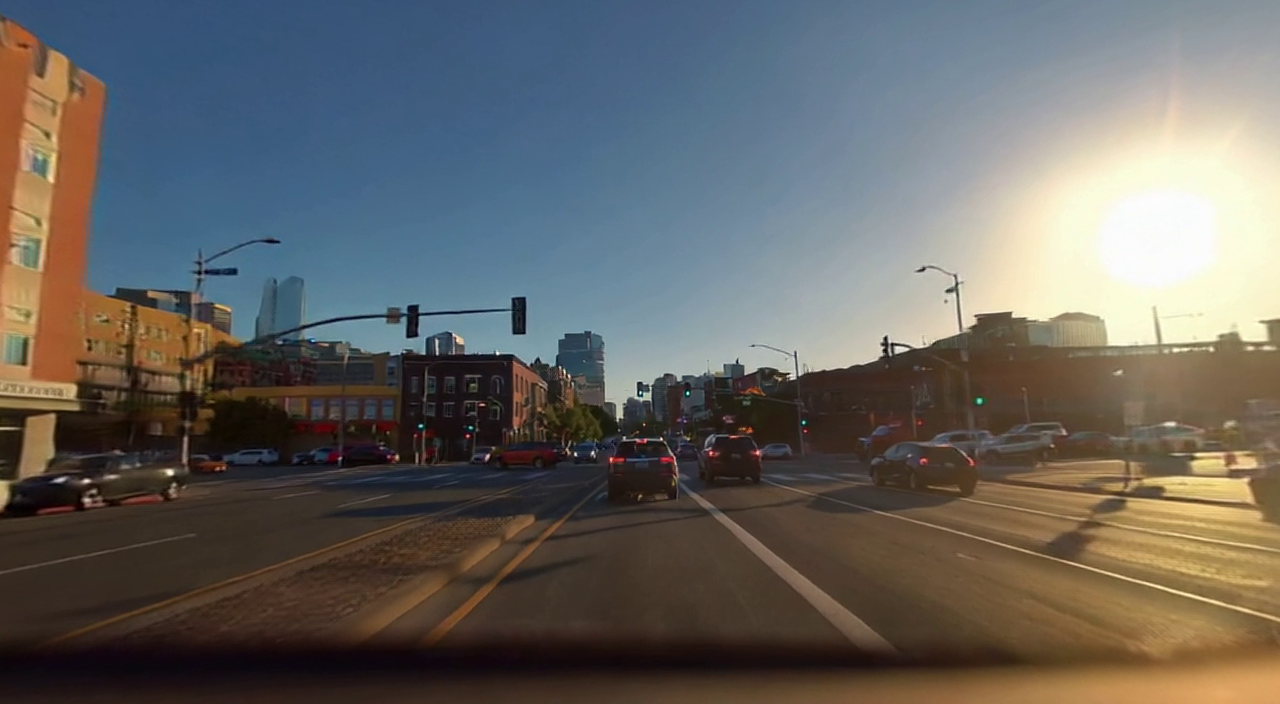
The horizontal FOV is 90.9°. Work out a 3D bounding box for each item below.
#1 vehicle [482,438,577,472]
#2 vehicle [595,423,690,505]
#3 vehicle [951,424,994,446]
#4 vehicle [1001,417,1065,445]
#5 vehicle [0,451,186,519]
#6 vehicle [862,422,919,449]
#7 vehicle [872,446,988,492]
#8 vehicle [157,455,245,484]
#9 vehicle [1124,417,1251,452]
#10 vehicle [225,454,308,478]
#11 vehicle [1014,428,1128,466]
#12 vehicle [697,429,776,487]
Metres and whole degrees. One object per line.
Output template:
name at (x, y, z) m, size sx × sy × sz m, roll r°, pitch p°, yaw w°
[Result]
vehicle at (-6.272, 5.877, 36.130) m, size 4.827 × 1.856 × 2.291 m, roll -2°, pitch -8°, yaw 13°
vehicle at (0.030, 2.890, 16.729) m, size 2.157 × 1.863 × 4.665 m, roll 0°, pitch -8°, yaw 0°
vehicle at (24.672, 6.151, 46.885) m, size 1.422 × 1.496 × 3.318 m, roll 1°, pitch -6°, yaw 1°
vehicle at (29.554, 5.910, 47.588) m, size 1.913 × 1.651 × 4.727 m, roll 3°, pitch -3°, yaw 2°
vehicle at (-15.927, 3.693, 18.164) m, size 2.096 × 1.416 × 4.885 m, roll 1°, pitch -6°, yaw 0°
vehicle at (18.792, 6.316, 47.597) m, size 2.123 × 1.884 × 5.170 m, roll 0°, pitch -8°, yaw 0°
vehicle at (10.013, 4.030, 22.215) m, size 1.863 × 1.426 × 4.494 m, roll 0°, pitch -8°, yaw -1°
vehicle at (-27.138, 7.264, 39.125) m, size 3.892 × 1.541 × 2.031 m, roll 4°, pitch -8°, yaw -13°
vehicle at (25.869, 3.995, 30.081) m, size 1.812 × 1.419 × 4.725 m, roll -3°, pitch -9°, yaw 0°
vehicle at (-24.921, 7.636, 42.225) m, size 4.317 × 1.503 × 1.919 m, roll 1°, pitch -8°, yaw -7°
vehicle at (19.037, 4.256, 28.163) m, size 1.735 × 1.417 × 4.476 m, roll -3°, pitch -9°, yaw -2°
vehicle at (3.498, 3.972, 23.960) m, size 2.115 × 1.932 × 5.189 m, roll 0°, pitch -8°, yaw -1°
